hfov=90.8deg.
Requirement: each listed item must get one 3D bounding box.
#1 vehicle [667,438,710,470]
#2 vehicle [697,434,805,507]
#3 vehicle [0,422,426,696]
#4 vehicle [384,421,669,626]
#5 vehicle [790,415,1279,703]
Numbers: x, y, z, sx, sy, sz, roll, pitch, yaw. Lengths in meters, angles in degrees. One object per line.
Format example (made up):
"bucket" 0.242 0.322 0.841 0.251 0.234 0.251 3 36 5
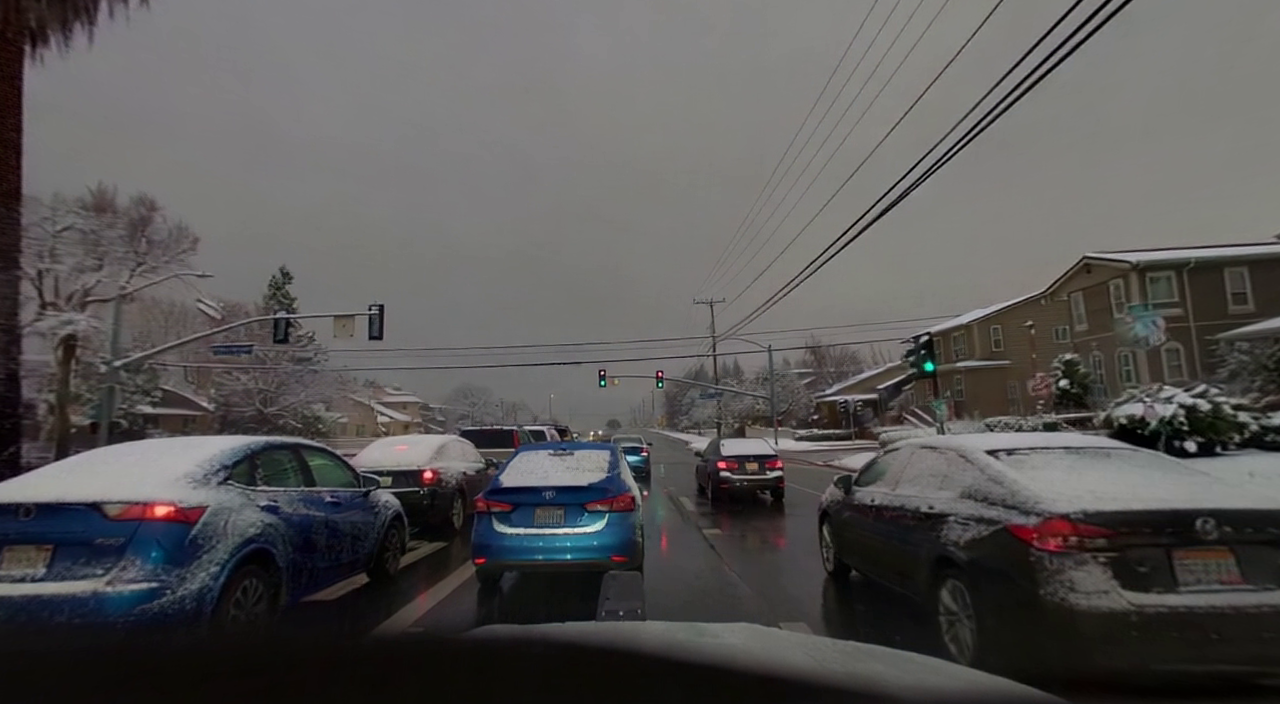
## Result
"vehicle" 2.761 5.909 36.824 2.063 1.750 4.410 0 -9 -1
"vehicle" 2.680 2.965 16.316 1.956 1.615 4.205 0 -9 -1
"vehicle" -3.679 1.461 5.725 2.058 1.474 4.473 0 -9 -2
"vehicle" -0.873 1.564 6.681 2.104 1.500 3.815 0 -9 -1
"vehicle" 2.795 1.361 5.229 2.014 1.464 4.312 0 -8 0
